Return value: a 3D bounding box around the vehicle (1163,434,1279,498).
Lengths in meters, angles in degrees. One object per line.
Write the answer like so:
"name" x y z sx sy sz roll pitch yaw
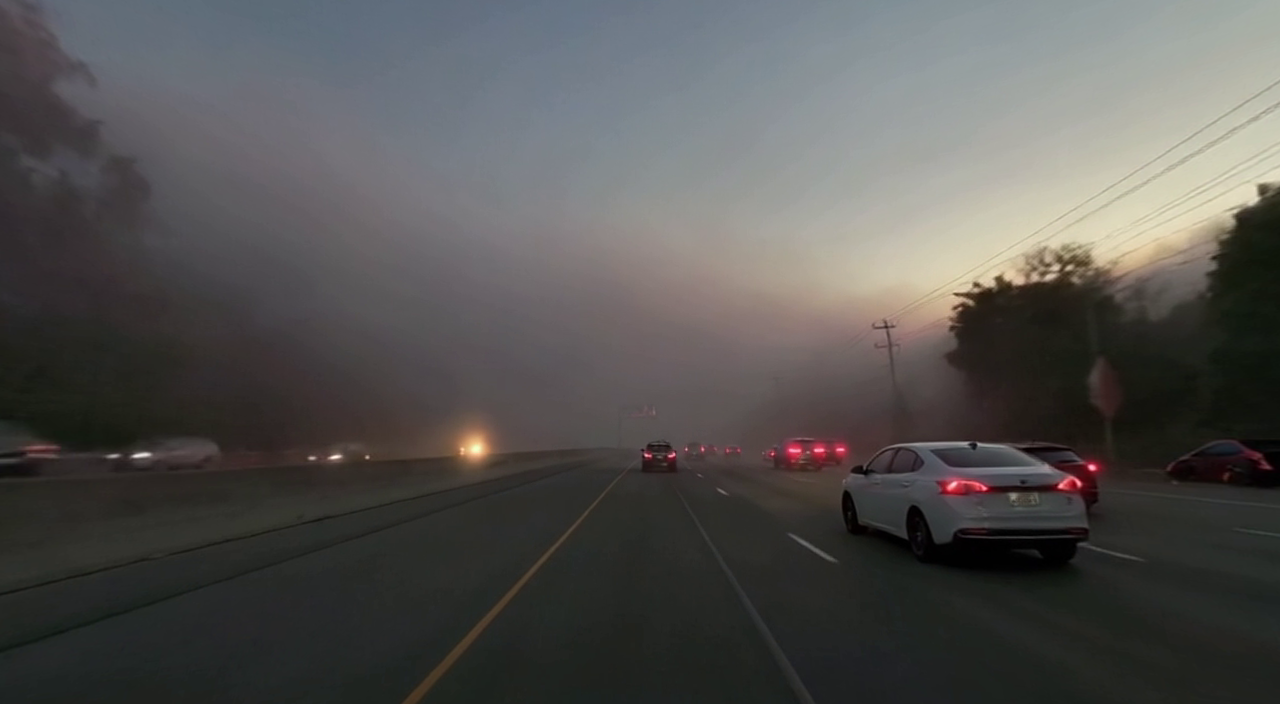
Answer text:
"vehicle" 15.919 2.804 15.705 1.841 1.471 4.606 0 -8 0

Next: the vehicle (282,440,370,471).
"vehicle" -16.407 5.431 33.258 2.041 1.480 4.759 0 -8 2

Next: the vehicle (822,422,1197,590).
"vehicle" 3.919 1.690 7.855 1.986 1.478 4.429 0 -8 0

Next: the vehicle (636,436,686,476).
"vehicle" 0.896 4.529 27.680 2.042 1.581 3.769 0 -8 1

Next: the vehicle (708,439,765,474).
"vehicle" 4.264 4.694 28.574 1.936 1.465 4.060 0 -8 0

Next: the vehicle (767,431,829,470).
"vehicle" 8.078 5.089 32.750 2.041 1.821 4.562 0 -8 0

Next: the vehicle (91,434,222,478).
"vehicle" -20.639 4.450 27.229 1.911 1.690 4.620 0 -8 1
